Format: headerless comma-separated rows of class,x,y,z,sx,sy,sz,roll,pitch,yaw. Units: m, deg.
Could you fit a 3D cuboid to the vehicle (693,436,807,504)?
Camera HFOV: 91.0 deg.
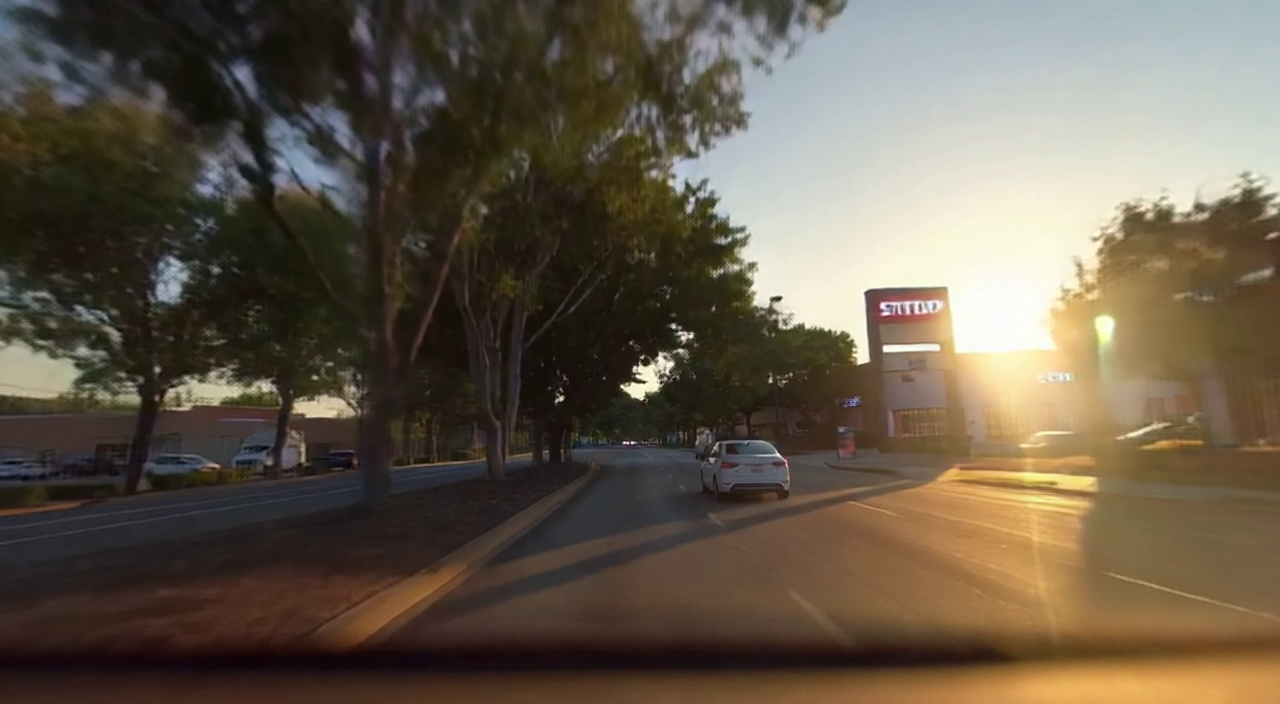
vehicle,2.601,2.912,16.036,2.015,1.479,4.444,0,-9,-1

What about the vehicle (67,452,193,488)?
vehicle,-28.069,6.479,34.890,5.029,1.760,2.153,5,-10,-30

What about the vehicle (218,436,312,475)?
vehicle,-28.309,7.808,47.632,5.802,2.743,2.245,5,-10,-32
